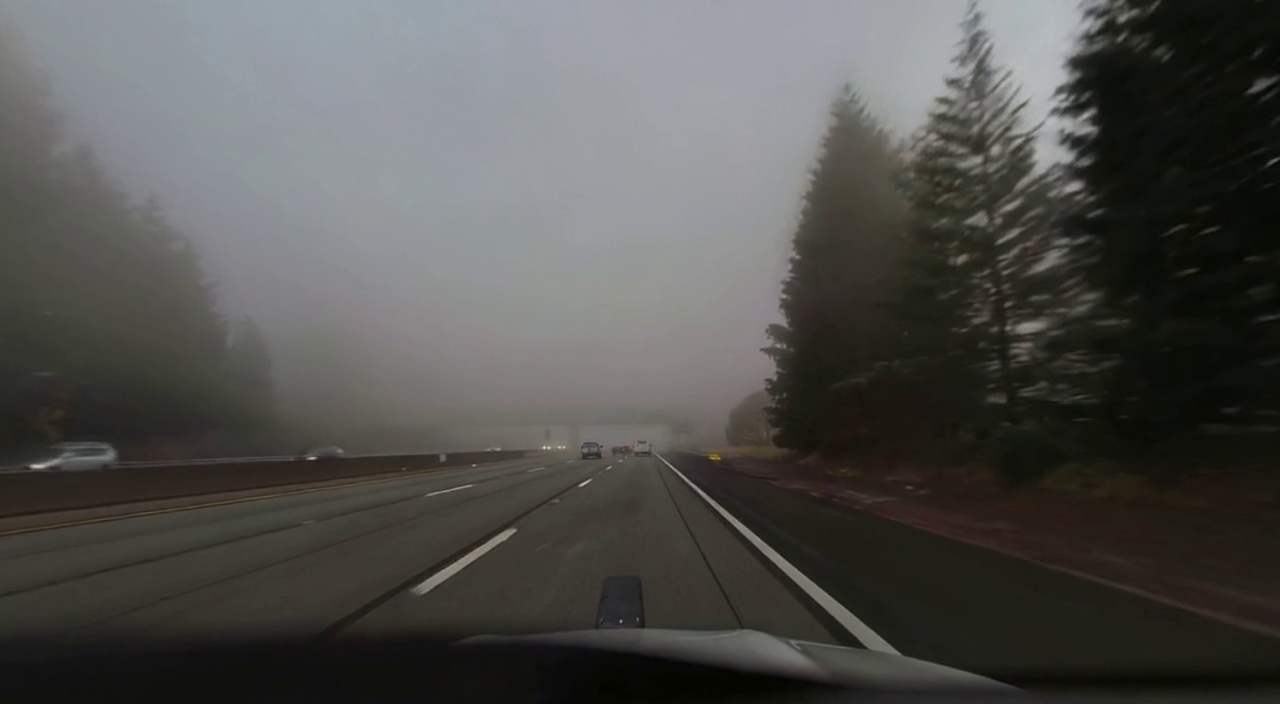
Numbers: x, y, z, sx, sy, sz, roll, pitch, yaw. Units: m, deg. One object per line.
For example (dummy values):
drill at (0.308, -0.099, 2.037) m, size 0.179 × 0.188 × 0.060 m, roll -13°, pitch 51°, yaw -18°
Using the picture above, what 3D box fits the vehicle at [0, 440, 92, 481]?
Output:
vehicle at (-32.080, 5.539, 32.471) m, size 2.220 × 1.982 × 5.871 m, roll 0°, pitch -9°, yaw 1°
